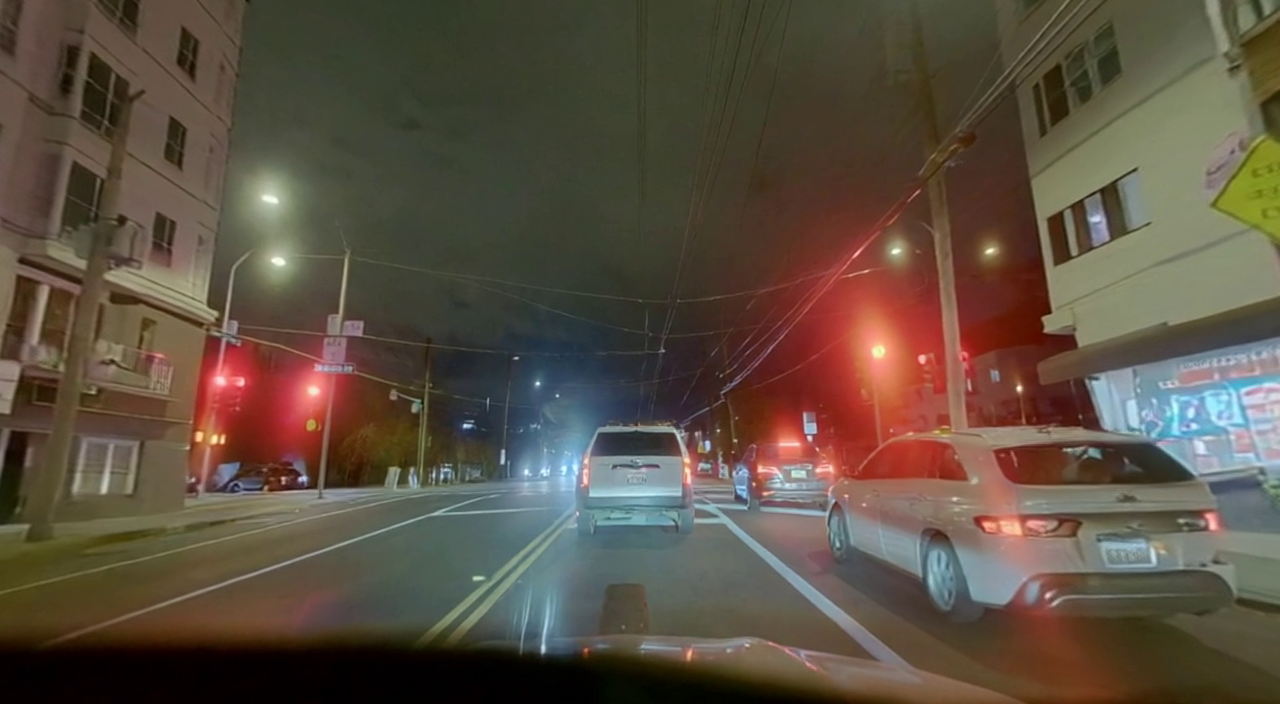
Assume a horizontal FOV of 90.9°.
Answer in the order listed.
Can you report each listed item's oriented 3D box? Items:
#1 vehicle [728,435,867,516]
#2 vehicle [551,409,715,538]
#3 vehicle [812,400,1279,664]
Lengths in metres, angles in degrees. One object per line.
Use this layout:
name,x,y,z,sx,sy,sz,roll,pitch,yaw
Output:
vehicle,3.190,2.584,13.715,1.970,1.452,4.227,0,-8,1
vehicle,-0.140,1.958,10.696,2.232,1.736,4.036,0,-8,-1
vehicle,3.163,1.389,5.914,1.906,1.578,4.020,0,-8,-1
